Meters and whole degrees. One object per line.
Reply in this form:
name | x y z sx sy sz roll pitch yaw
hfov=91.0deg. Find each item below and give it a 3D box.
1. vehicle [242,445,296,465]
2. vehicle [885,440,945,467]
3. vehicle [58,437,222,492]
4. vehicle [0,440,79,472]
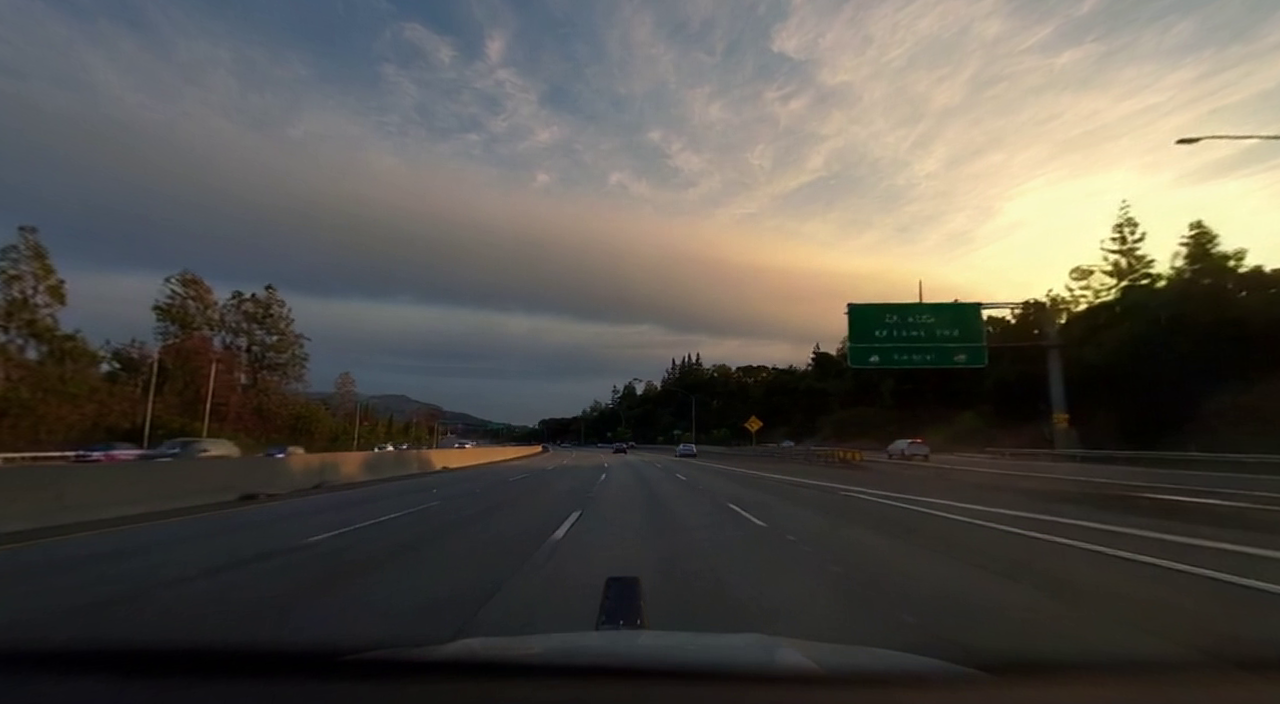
vehicle | -29.132 8.072 49.588 1.803 1.485 4.232 0 -9 -2
vehicle | 17.202 6.390 39.640 1.955 1.607 4.232 0 -9 1
vehicle | -16.687 3.779 21.386 1.900 1.651 4.421 0 -9 0
vehicle | -34.613 5.850 35.429 1.918 1.668 4.607 0 -9 -3
